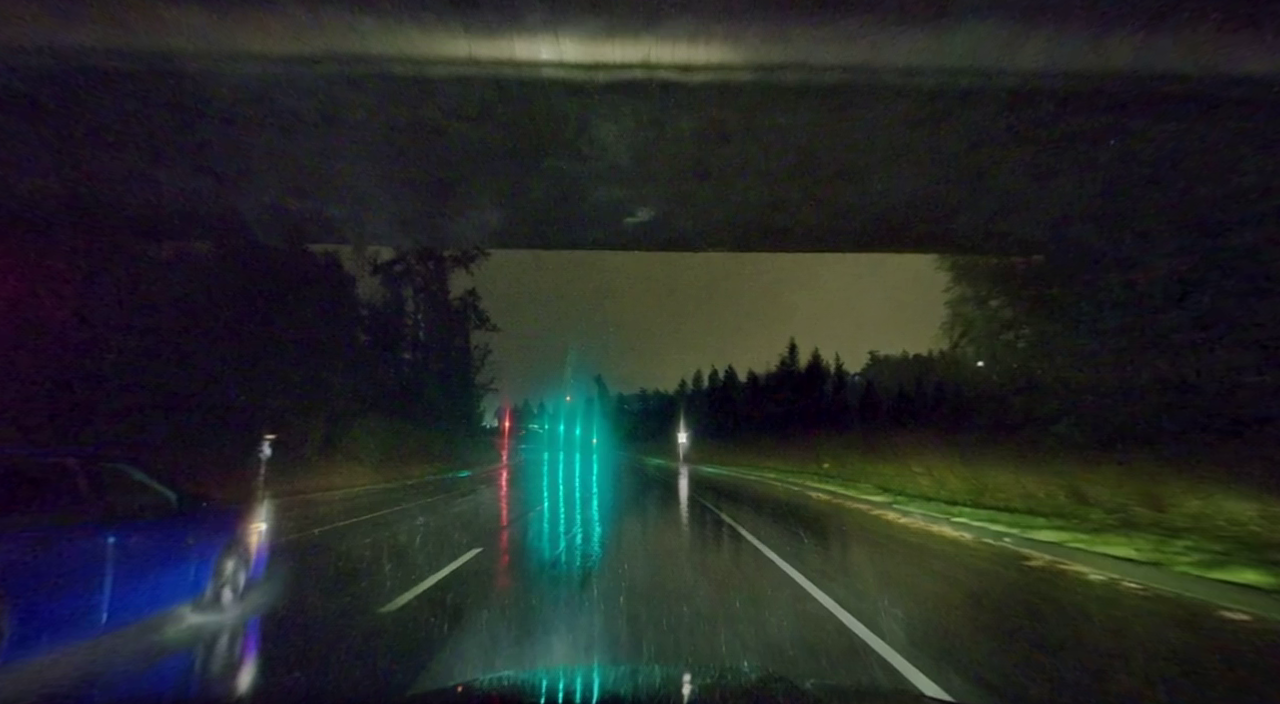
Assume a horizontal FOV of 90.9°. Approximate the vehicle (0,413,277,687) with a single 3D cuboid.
[{"bbox_3d":[-4.529,1.153,3.834,1.968,1.503,4.443,0,-9,0],"label":"vehicle"}]
